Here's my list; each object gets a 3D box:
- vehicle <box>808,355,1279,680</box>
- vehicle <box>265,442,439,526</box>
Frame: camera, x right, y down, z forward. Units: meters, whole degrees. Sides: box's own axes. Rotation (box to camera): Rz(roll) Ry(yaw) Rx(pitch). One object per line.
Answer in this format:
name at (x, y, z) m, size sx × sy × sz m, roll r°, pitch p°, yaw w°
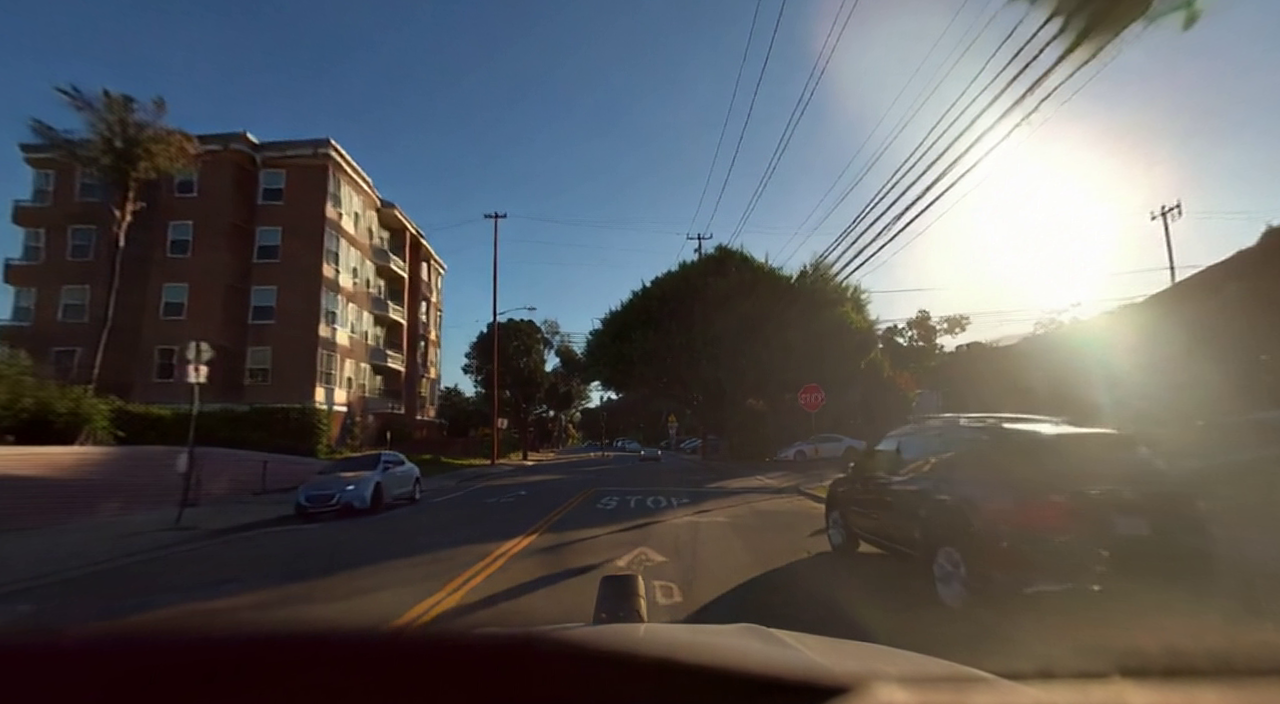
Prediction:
vehicle at (3.582, 1.425, 6.518) m, size 2.300 × 1.913 × 4.896 m, roll 5°, pitch -8°, yaw 0°
vehicle at (-6.411, 2.934, 14.741) m, size 1.922 × 1.505 × 4.502 m, roll -4°, pitch -8°, yaw 1°
